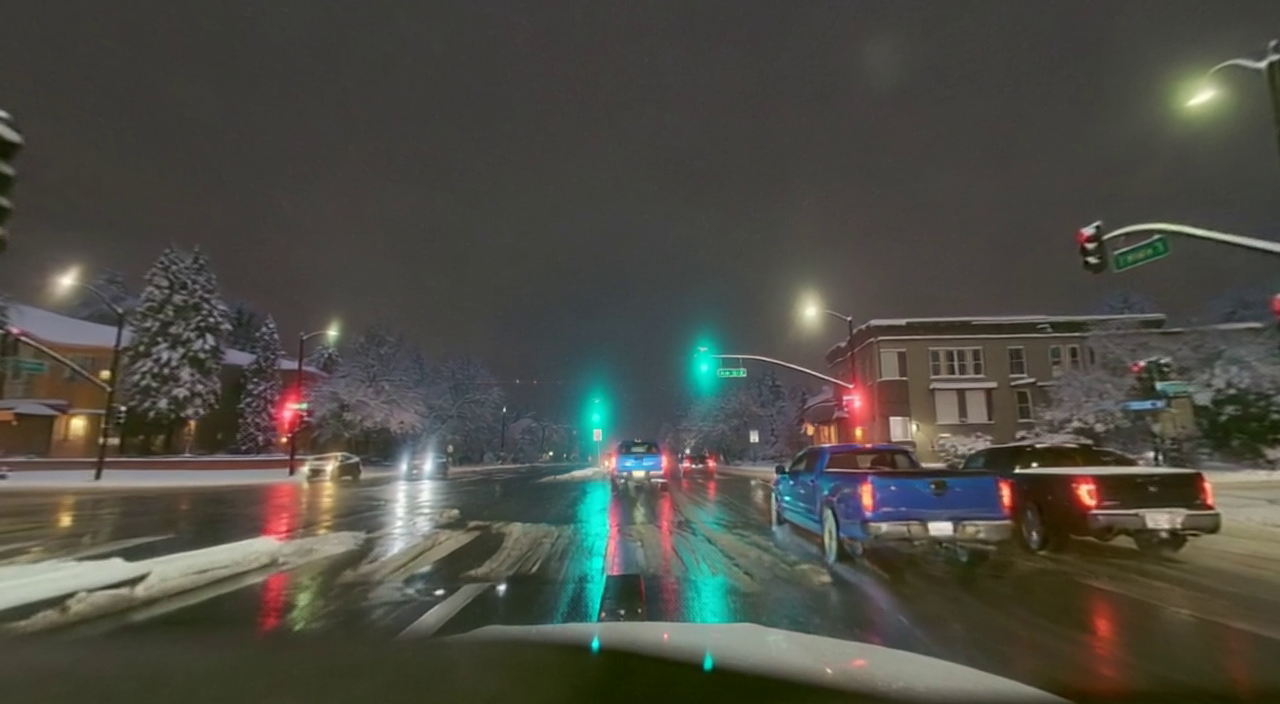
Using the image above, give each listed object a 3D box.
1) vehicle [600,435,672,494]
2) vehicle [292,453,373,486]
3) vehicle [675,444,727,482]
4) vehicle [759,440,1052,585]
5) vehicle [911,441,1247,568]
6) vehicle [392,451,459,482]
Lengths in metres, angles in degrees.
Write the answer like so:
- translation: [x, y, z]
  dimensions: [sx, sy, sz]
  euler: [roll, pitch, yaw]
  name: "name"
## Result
- translation: [-0.160, 4.027, 23.010]
  dimensions: [2.344, 1.883, 4.572]
  euler: [0, -8, -1]
  name: "vehicle"
- translation: [-15.634, 5.958, 32.385]
  dimensions: [1.915, 1.491, 4.347]
  euler: [0, -8, 0]
  name: "vehicle"
- translation: [2.929, 5.464, 31.453]
  dimensions: [2.013, 1.742, 4.424]
  euler: [0, -8, -2]
  name: "vehicle"
- translation: [3.152, 1.973, 8.741]
  dimensions: [2.057, 1.463, 4.365]
  euler: [0, -8, -1]
  name: "vehicle"
- translation: [6.156, 2.135, 9.761]
  dimensions: [1.855, 1.469, 4.598]
  euler: [0, -8, 0]
  name: "vehicle"
- translation: [-11.492, 6.154, 34.208]
  dimensions: [1.989, 1.459, 4.667]
  euler: [0, -8, 0]
  name: "vehicle"
